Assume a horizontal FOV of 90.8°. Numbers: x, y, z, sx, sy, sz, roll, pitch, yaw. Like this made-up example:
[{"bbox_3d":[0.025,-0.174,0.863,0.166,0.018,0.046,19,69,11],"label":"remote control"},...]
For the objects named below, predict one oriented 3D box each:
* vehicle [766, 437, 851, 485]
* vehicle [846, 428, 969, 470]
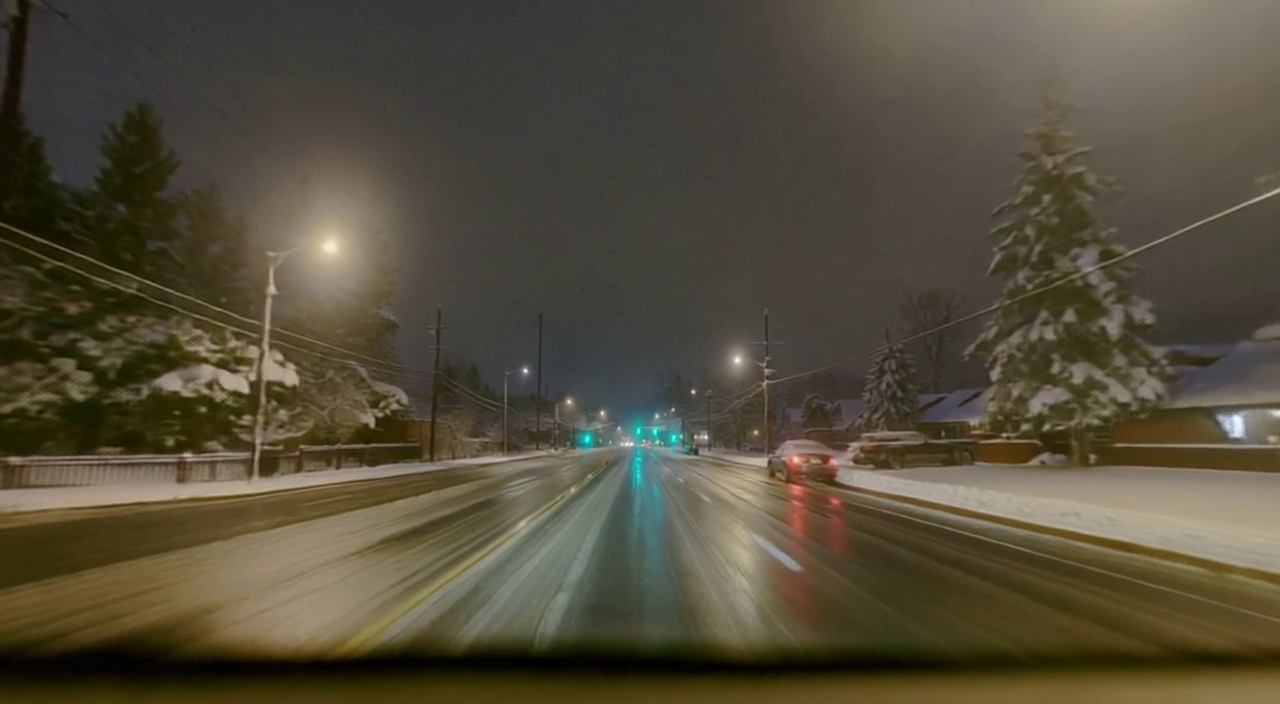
[{"bbox_3d":[6.700,4.387,25.711,2.043,1.747,4.680,0,-8,-2],"label":"vehicle"},{"bbox_3d":[12.955,4.745,30.896,5.037,1.925,2.021,-1,-8,4],"label":"vehicle"}]
